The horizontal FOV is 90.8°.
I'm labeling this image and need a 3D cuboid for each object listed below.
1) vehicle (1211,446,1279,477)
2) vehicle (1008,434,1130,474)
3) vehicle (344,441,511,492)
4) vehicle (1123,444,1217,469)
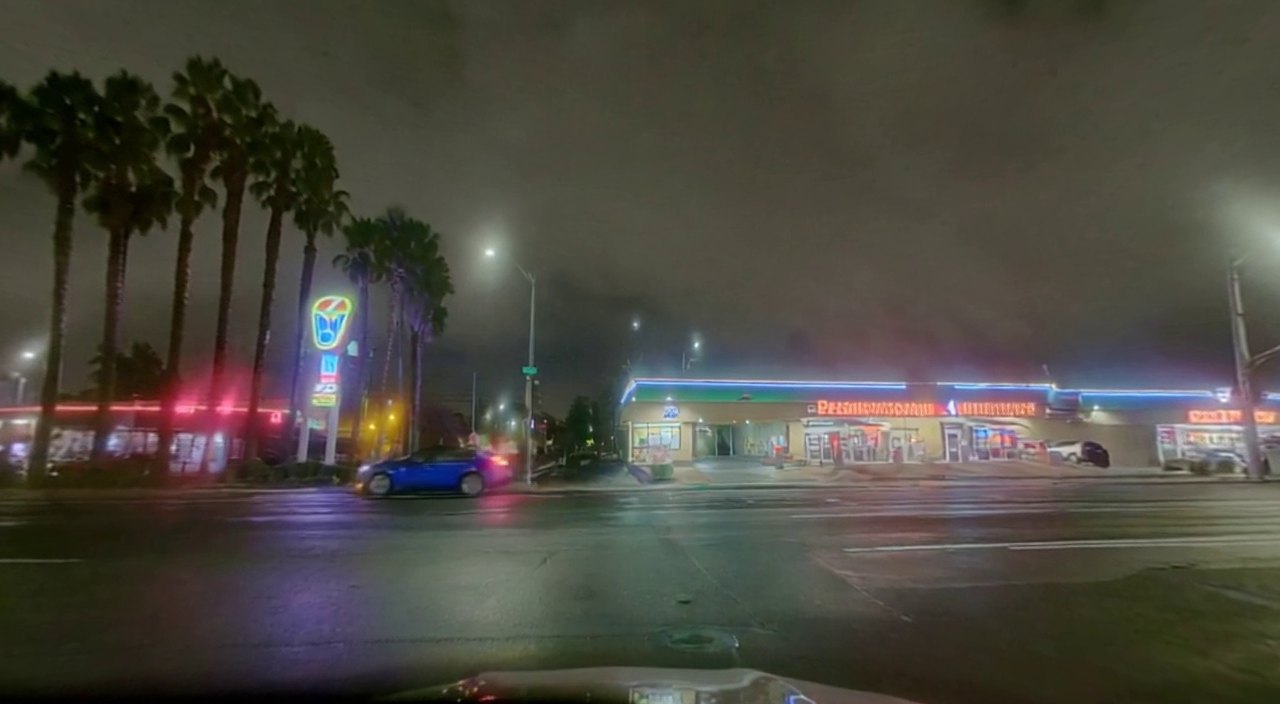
[{"bbox_3d":[32.165,5.509,32.042,2.074,1.480,4.369,1,-8,-6],"label":"vehicle"},{"bbox_3d":[22.120,5.230,32.684,4.880,1.754,2.202,0,-5,-6],"label":"vehicle"},{"bbox_3d":[-6.453,3.527,19.697,4.570,1.480,1.873,1,-9,-5],"label":"vehicle"},{"bbox_3d":[34.343,6.760,41.116,1.805,1.466,4.641,1,-8,-7],"label":"vehicle"}]
